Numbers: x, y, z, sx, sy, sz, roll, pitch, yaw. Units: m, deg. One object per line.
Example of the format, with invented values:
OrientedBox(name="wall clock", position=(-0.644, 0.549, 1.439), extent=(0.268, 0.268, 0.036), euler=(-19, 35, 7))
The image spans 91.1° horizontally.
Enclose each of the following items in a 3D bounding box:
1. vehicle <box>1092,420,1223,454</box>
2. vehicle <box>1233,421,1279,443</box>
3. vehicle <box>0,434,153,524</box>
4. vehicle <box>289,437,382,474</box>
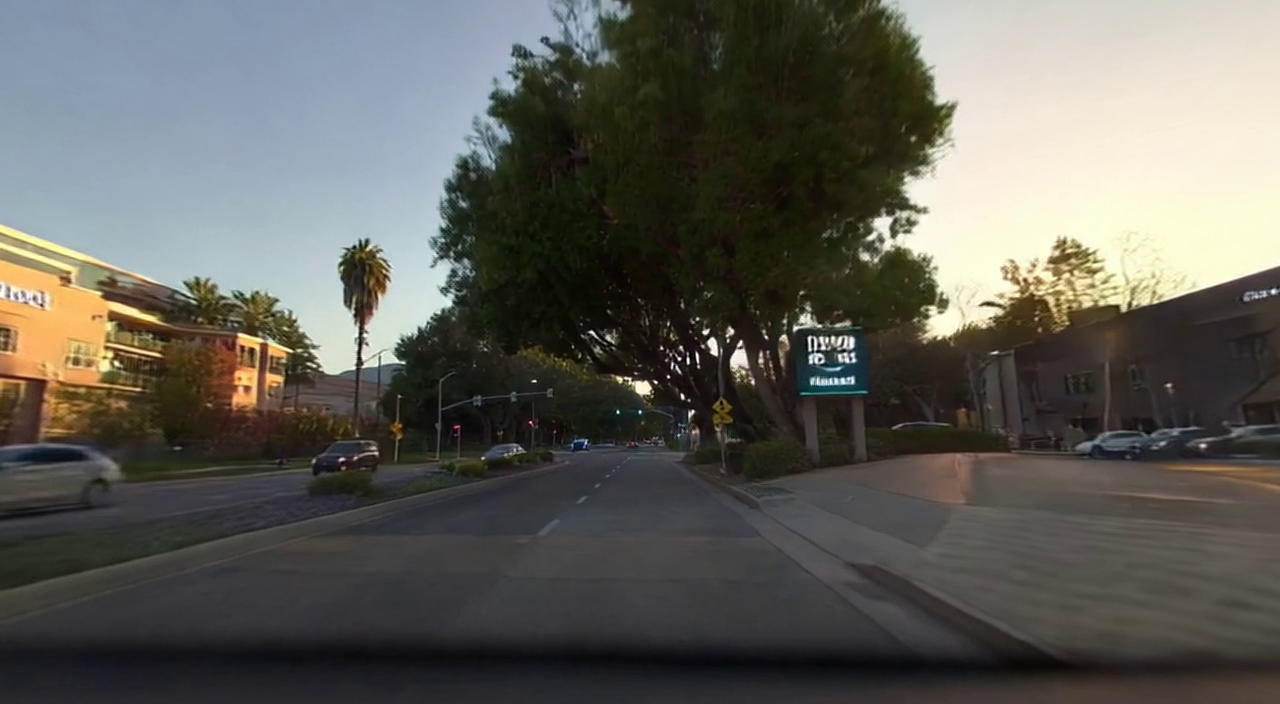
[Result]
OrientedBox(name="vehicle", position=(25.290, 4.184, 30.796), extent=(4.649, 1.611, 1.945), euler=(0, -8, 0))
OrientedBox(name="vehicle", position=(45.242, 5.674, 44.581), extent=(4.301, 1.498, 1.875), euler=(0, -8, 0))
OrientedBox(name="vehicle", position=(-12.050, 2.323, 11.741), extent=(2.078, 1.532, 4.627), euler=(0, -8, 1))
OrientedBox(name="vehicle", position=(-16.757, 5.709, 34.938), extent=(2.221, 1.832, 5.572), euler=(0, -8, 2))
